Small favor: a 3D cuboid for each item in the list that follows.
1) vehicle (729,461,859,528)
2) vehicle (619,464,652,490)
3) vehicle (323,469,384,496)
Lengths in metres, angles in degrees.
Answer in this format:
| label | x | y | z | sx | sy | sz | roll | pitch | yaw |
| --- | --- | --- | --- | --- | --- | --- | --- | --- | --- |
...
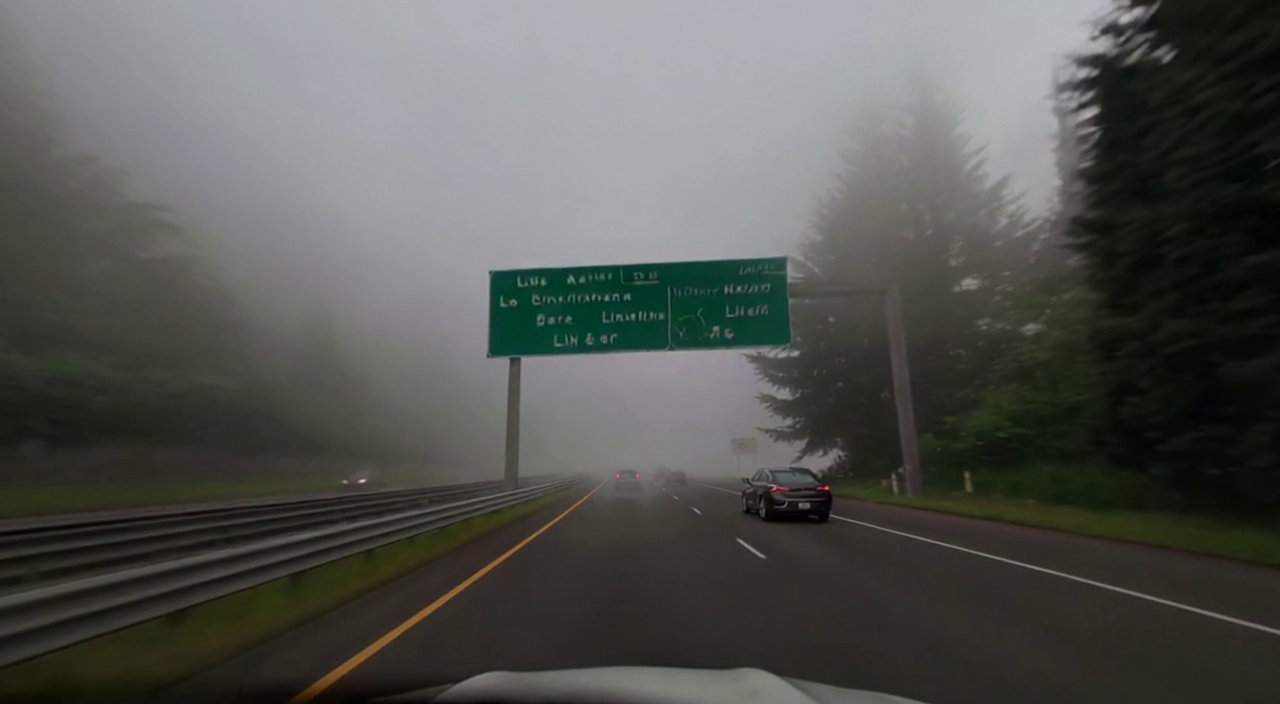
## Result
| label | x | y | z | sx | sy | sz | roll | pitch | yaw |
| --- | --- | --- | --- | --- | --- | --- | --- | --- | --- |
| vehicle | 3.744 | 3.613 | 16.384 | 2.018 | 1.426 | 4.941 | 1 | -11 | -2 |
| vehicle | -0.305 | 7.823 | 39.513 | 1.980 | 1.483 | 3.865 | 1 | -11 | -1 |
| vehicle | -17.359 | 7.907 | 38.393 | 1.812 | 1.497 | 4.038 | 1 | -11 | -1 |
